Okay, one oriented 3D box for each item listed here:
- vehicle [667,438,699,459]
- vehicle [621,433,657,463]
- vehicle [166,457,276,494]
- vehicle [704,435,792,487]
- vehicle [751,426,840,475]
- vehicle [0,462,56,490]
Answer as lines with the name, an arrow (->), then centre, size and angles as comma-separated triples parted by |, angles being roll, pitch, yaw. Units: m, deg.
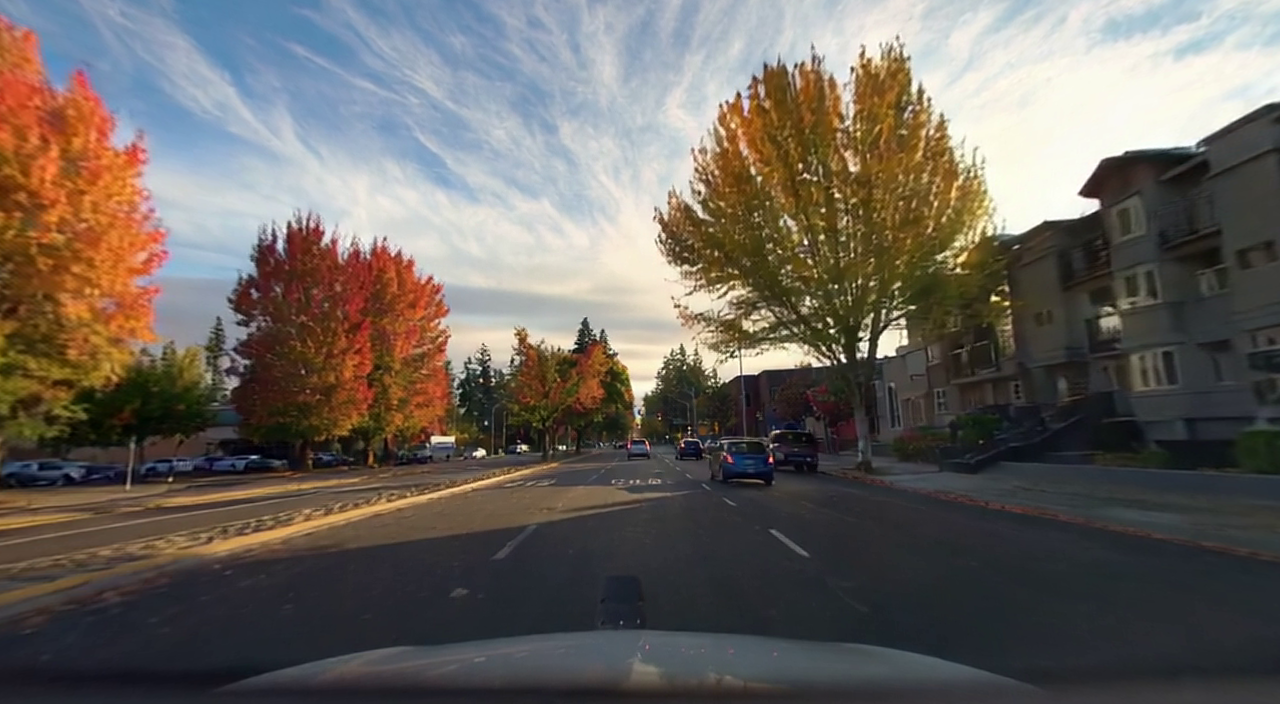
vehicle -> 3.315, 7.532, 49.152 | 2.178, 1.546, 4.311 | 0, -9, 0
vehicle -> -0.105, 6.362, 41.811 | 2.239, 1.856, 4.815 | 0, -9, -1
vehicle -> -19.361, 5.687, 29.393 | 1.886, 1.495, 4.593 | 0, -9, 1
vehicle -> 3.391, 3.518, 20.707 | 1.977, 1.498, 4.521 | 0, -9, -1
vehicle -> 6.776, 4.390, 28.234 | 2.378, 1.946, 5.826 | 0, -9, -1
vehicle -> -41.664, 8.171, 41.475 | 4.550, 1.660, 2.054 | -1, -8, 5
